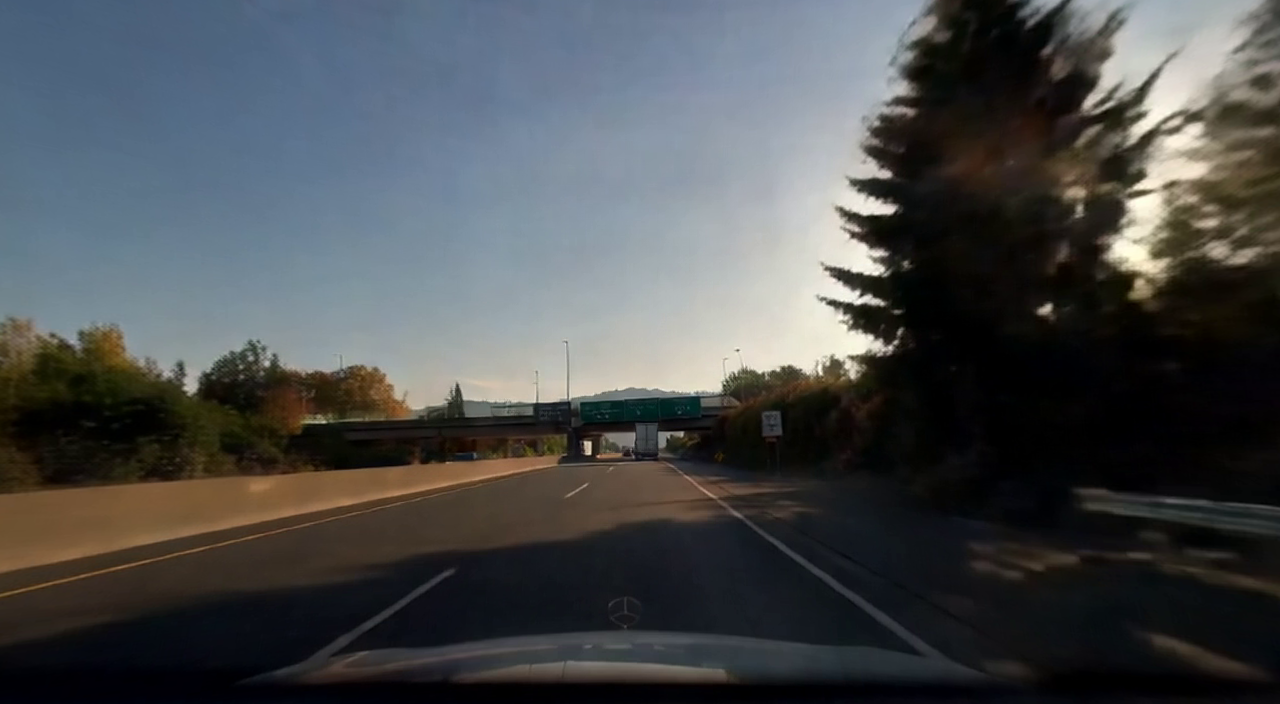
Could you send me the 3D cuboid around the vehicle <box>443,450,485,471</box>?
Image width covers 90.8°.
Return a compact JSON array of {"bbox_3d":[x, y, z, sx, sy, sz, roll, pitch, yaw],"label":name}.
[{"bbox_3d":[-13.023,8.027,46.854,1.833,1.431,4.206,0,-9,1],"label":"vehicle"}]
